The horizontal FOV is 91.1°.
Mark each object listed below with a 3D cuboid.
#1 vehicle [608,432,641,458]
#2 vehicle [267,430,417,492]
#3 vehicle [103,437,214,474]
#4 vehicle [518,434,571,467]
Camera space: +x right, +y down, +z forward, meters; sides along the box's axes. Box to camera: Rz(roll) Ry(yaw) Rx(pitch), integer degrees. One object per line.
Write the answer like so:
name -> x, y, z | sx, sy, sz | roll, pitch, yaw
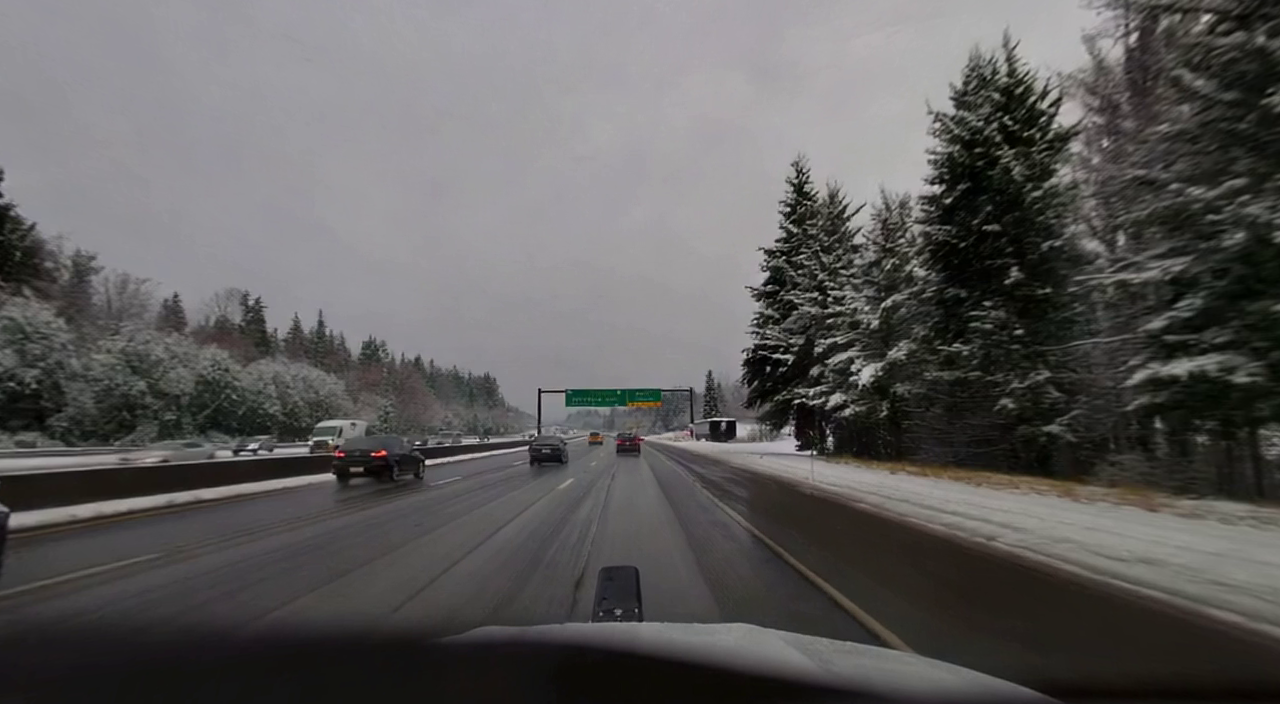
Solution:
vehicle -> -0.979, 5.941, 40.309 | 2.002, 1.611, 3.778 | 0, -8, 0
vehicle -> -8.407, 3.078, 18.345 | 1.953, 1.524, 4.863 | 0, -8, 1
vehicle -> -21.129, 4.519, 27.822 | 1.791, 1.468, 3.901 | 0, -8, 0
vehicle -> -4.470, 4.672, 30.014 | 1.909, 1.445, 4.087 | 0, -8, 0
